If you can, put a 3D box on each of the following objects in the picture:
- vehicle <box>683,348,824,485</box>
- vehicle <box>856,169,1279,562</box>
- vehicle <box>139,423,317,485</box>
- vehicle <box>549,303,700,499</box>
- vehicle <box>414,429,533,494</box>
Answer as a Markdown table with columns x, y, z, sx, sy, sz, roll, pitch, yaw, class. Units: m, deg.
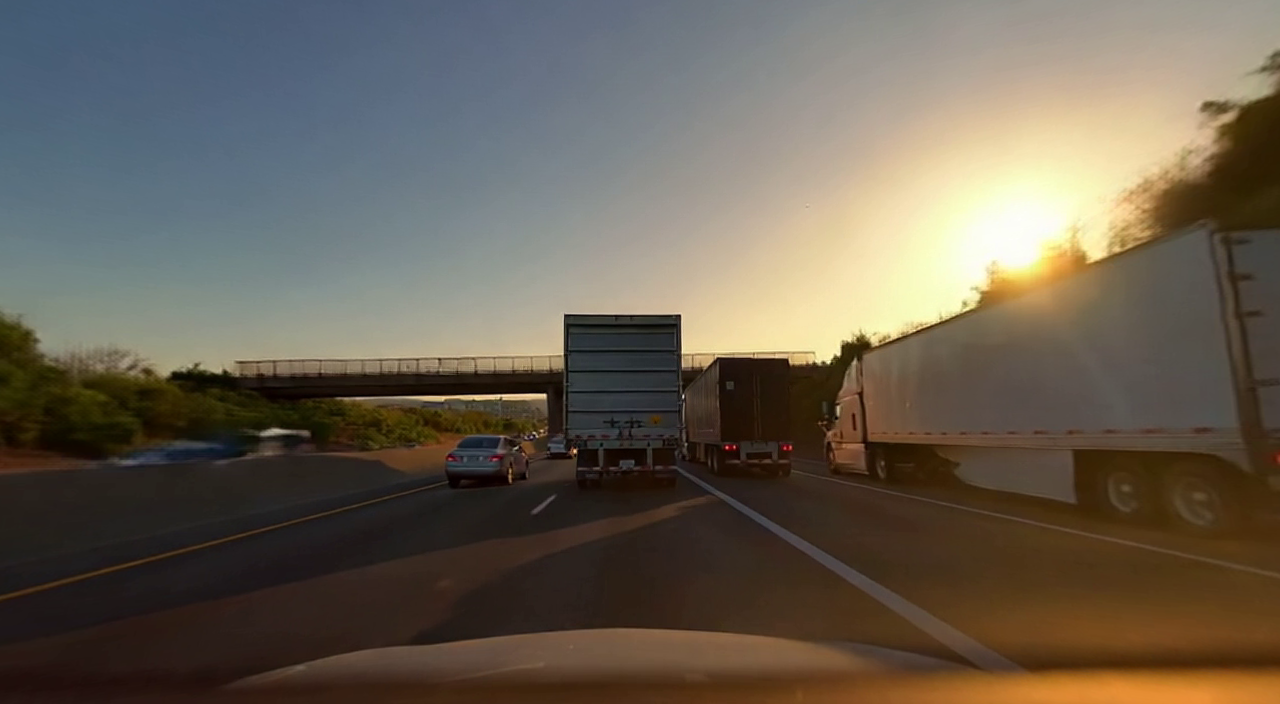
| x | y | z | sx | sy | sz | roll | pitch | yaw | class |
| --- | --- | --- | --- | --- | --- | --- | --- | --- | --- |
| 3.614 | 2.585 | 23.700 | 2.817 | 3.886 | 11.491 | 0 | -8 | -2 | vehicle |
| 8.165 | 0.928 | 12.420 | 3.000 | 4.114 | 13.063 | 0 | -8 | -1 | vehicle |
| -11.683 | 2.922 | 18.385 | 2.065 | 1.564 | 4.640 | 0 | -8 | 0 | vehicle |
| -0.510 | 1.700 | 18.439 | 3.090 | 4.065 | 10.702 | 0 | -8 | -2 | vehicle |
| -4.116 | 2.751 | 16.259 | 2.049 | 1.483 | 3.786 | 0 | -8 | 0 | vehicle |
